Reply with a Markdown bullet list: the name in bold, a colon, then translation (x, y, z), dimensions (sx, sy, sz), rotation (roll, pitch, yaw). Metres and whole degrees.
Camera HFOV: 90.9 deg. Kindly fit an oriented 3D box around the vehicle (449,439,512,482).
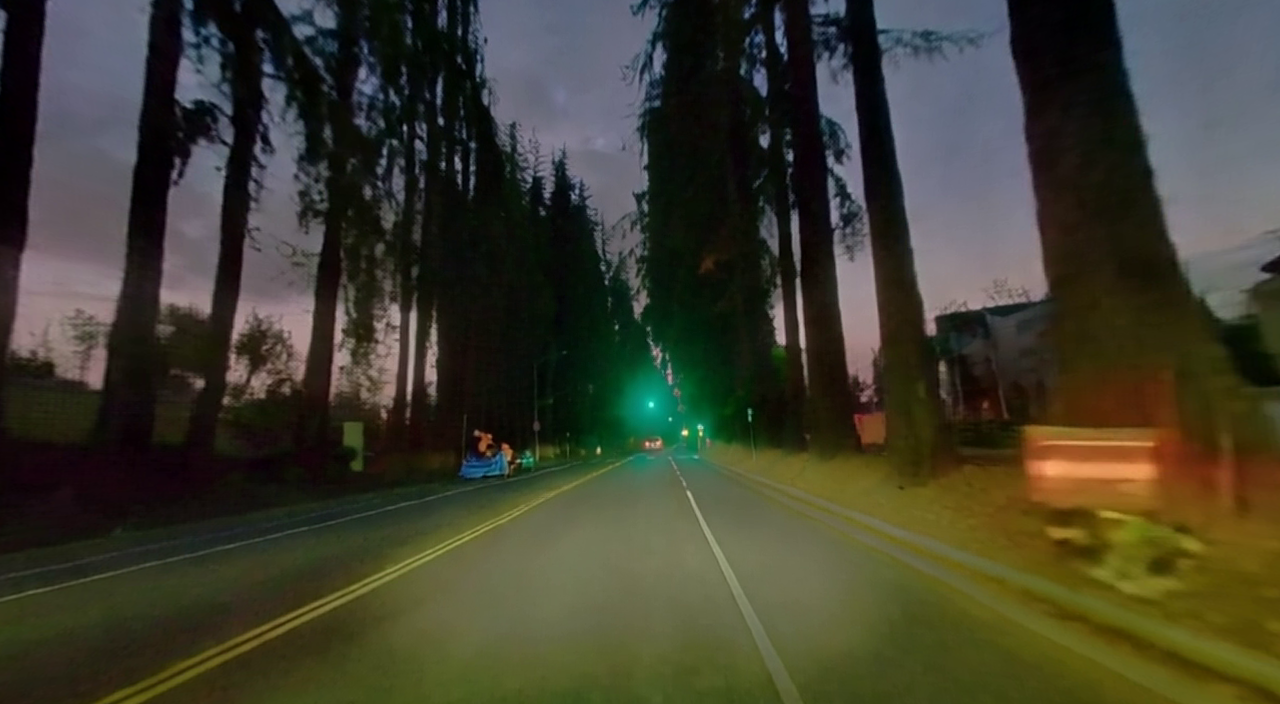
- **vehicle**: translation (-8.278, 5.639, 33.126), dimensions (1.998, 1.814, 4.559), rotation (-4, -6, 1)
